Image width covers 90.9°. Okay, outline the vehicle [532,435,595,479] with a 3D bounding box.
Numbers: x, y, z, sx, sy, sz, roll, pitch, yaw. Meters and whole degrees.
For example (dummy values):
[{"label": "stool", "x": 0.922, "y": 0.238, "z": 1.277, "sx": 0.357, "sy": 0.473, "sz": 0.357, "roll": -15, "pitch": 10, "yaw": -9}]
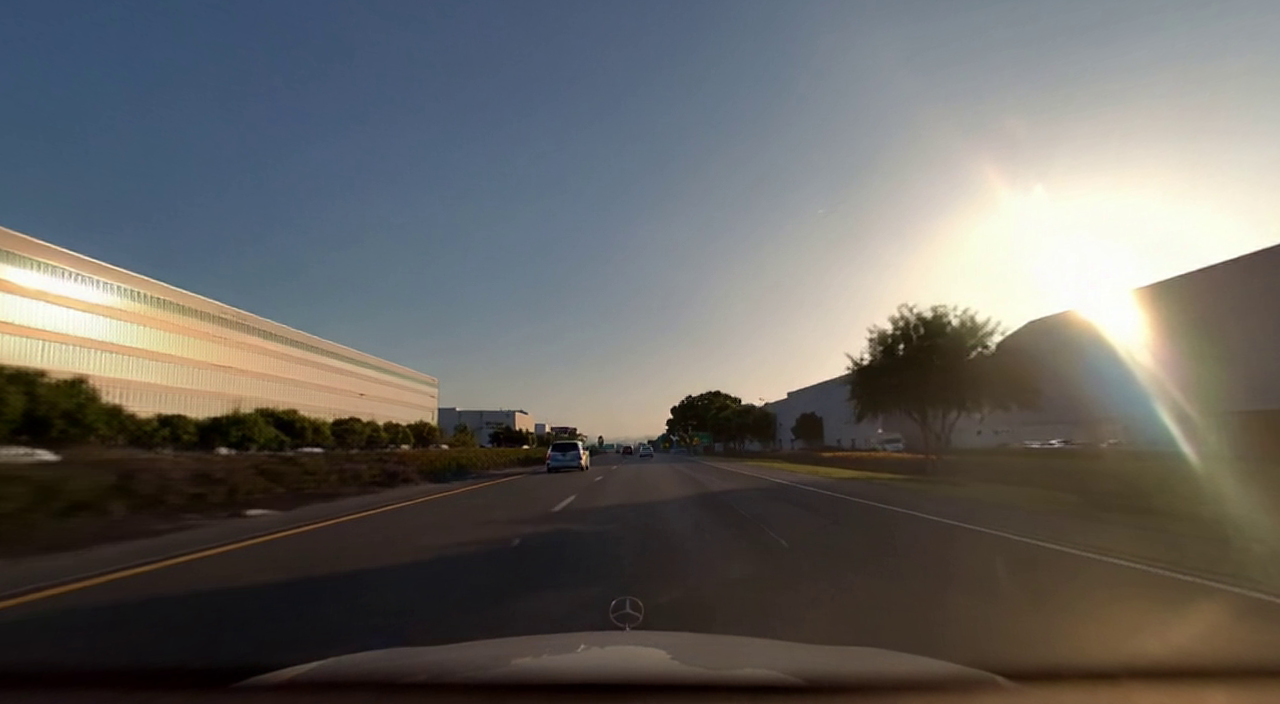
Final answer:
[{"label": "vehicle", "x": -3.450, "y": 4.849, "z": 29.380, "sx": 2.218, "sy": 1.850, "sz": 4.774, "roll": 0, "pitch": -9, "yaw": 2}]
